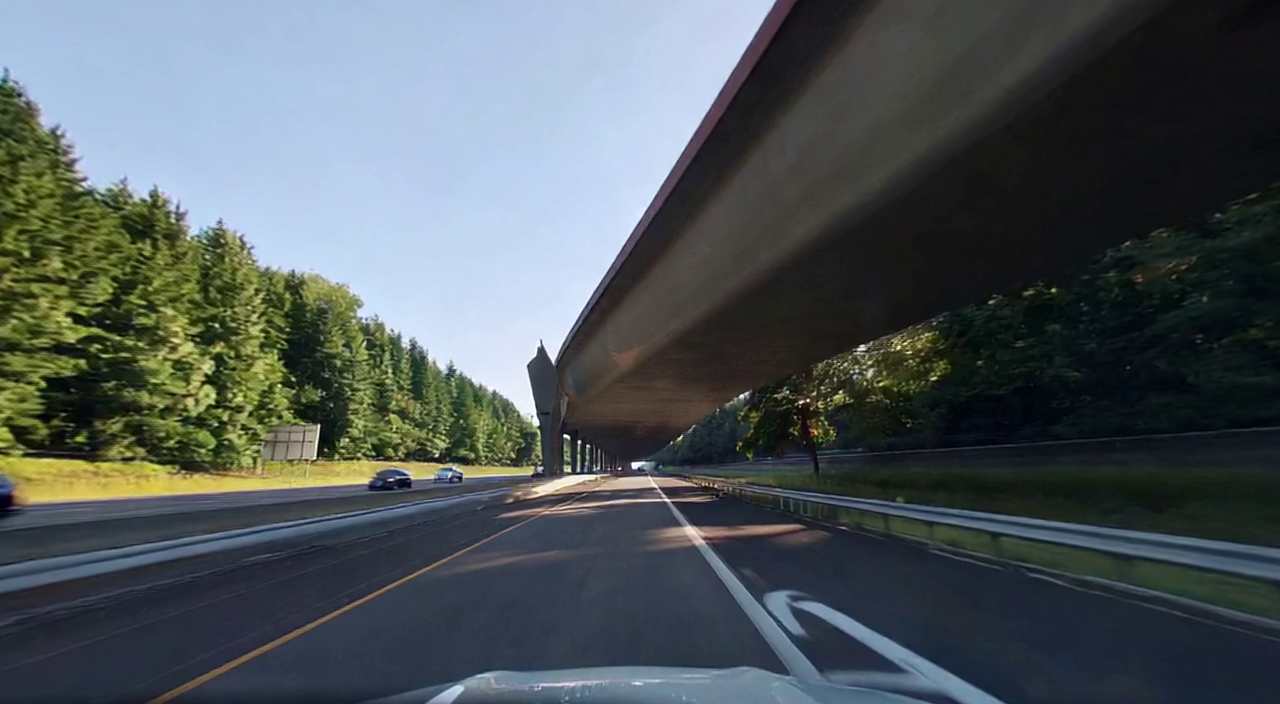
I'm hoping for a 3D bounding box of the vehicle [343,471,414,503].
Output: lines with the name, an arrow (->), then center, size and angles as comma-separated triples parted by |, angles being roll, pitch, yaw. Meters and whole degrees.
vehicle -> -12.459, 6.426, 30.304 | 1.654, 1.386, 4.117 | 1, -10, -1
